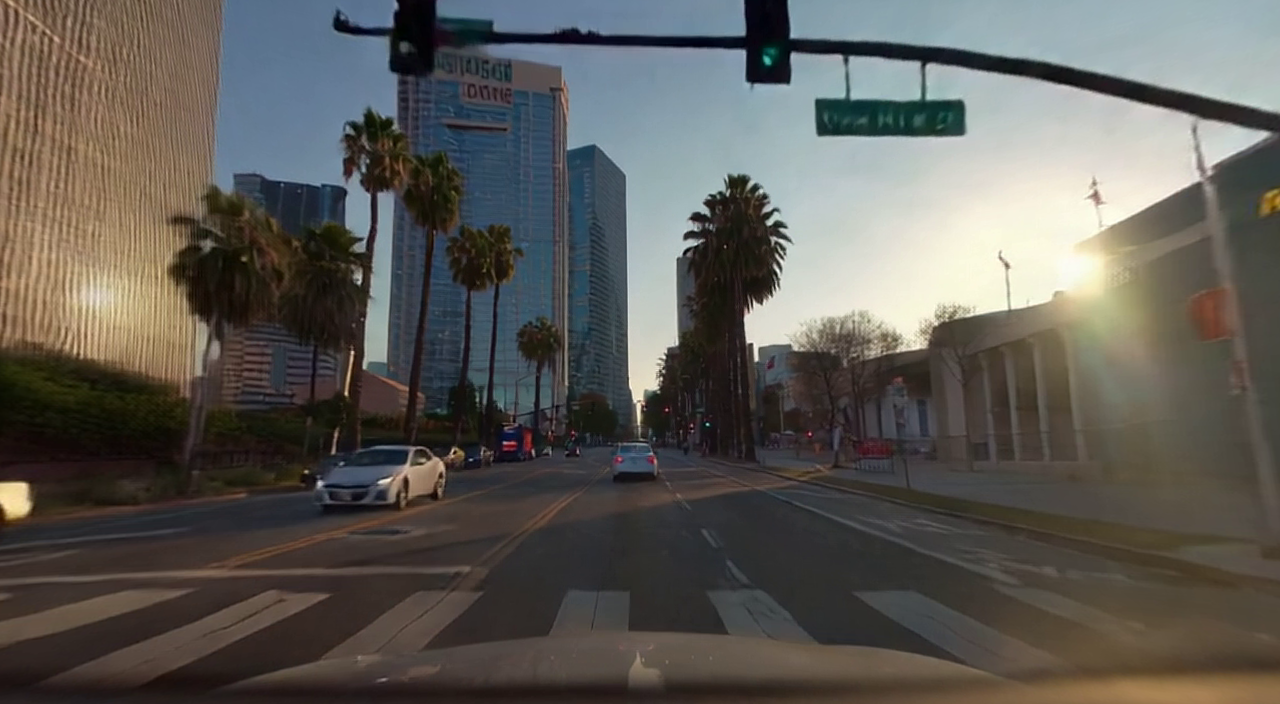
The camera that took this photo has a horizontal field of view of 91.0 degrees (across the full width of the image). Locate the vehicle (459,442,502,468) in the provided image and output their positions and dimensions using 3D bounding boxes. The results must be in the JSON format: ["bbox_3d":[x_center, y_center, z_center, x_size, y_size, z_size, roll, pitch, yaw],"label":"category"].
[{"bbox_3d":[-12.203,7.850,48.424,1.981,1.803,4.835,0,-8,1],"label":"vehicle"}]

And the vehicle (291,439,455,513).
[{"bbox_3d":[-6.179,2.865,15.255,1.951,1.476,4.452,0,-8,1],"label":"vehicle"}]

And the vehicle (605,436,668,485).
[{"bbox_3d":[-0.130,3.974,23.550,2.145,1.632,3.972,0,-8,0],"label":"vehicle"}]
